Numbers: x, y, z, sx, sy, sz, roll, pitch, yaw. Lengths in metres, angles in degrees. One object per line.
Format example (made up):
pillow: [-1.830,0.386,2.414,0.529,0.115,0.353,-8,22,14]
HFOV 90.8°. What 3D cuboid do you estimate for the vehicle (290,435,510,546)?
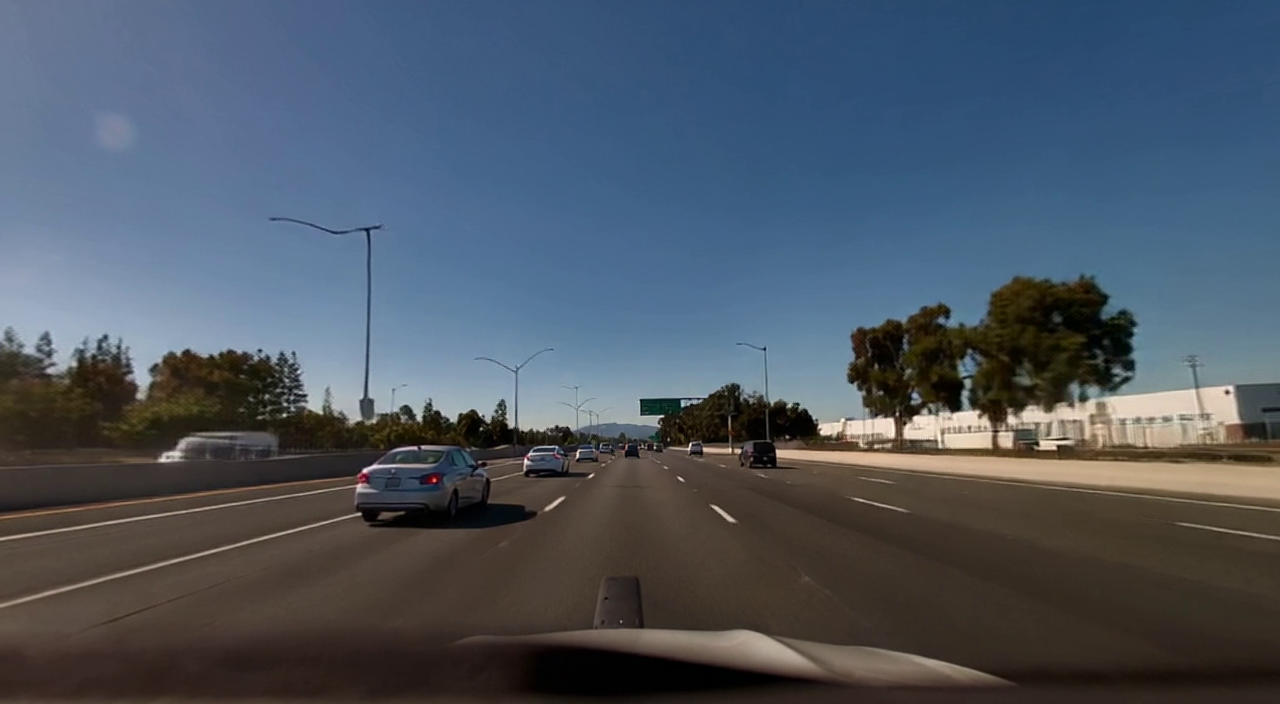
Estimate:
vehicle: [-3.594,2.151,10.476,1.959,1.433,4.291,0,-9,0]

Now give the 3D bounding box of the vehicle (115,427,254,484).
vehicle: [-28.449,6.515,40.094,2.781,3.248,7.960,0,-9,0]

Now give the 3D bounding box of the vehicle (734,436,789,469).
vehicle: [6.840,5.720,36.129,2.147,1.769,4.666,0,-9,-1]

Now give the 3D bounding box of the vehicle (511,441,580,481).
vehicle: [-3.758,4.457,26.037,2.047,1.469,4.614,0,-9,1]
